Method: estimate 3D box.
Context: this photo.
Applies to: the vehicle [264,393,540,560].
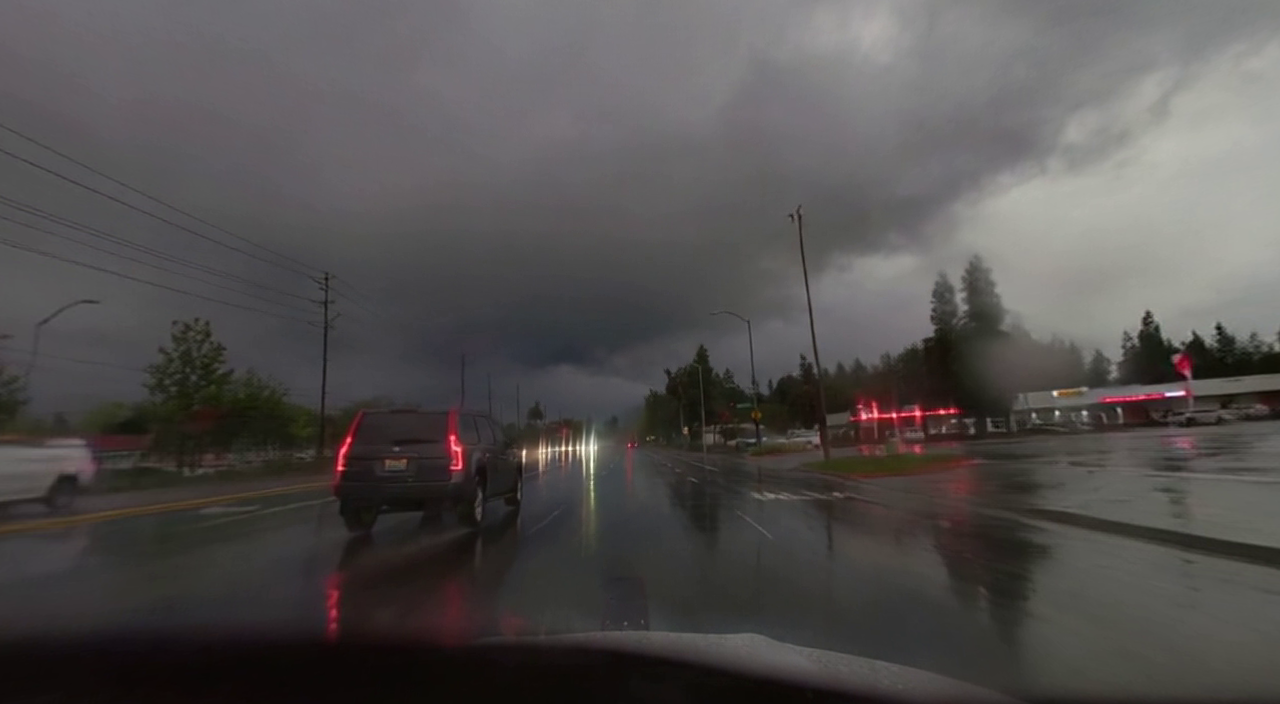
[{"bbox_3d":[-3.015,1.718,9.426,2.190,1.844,4.751,0,-8,1],"label":"vehicle"}]
